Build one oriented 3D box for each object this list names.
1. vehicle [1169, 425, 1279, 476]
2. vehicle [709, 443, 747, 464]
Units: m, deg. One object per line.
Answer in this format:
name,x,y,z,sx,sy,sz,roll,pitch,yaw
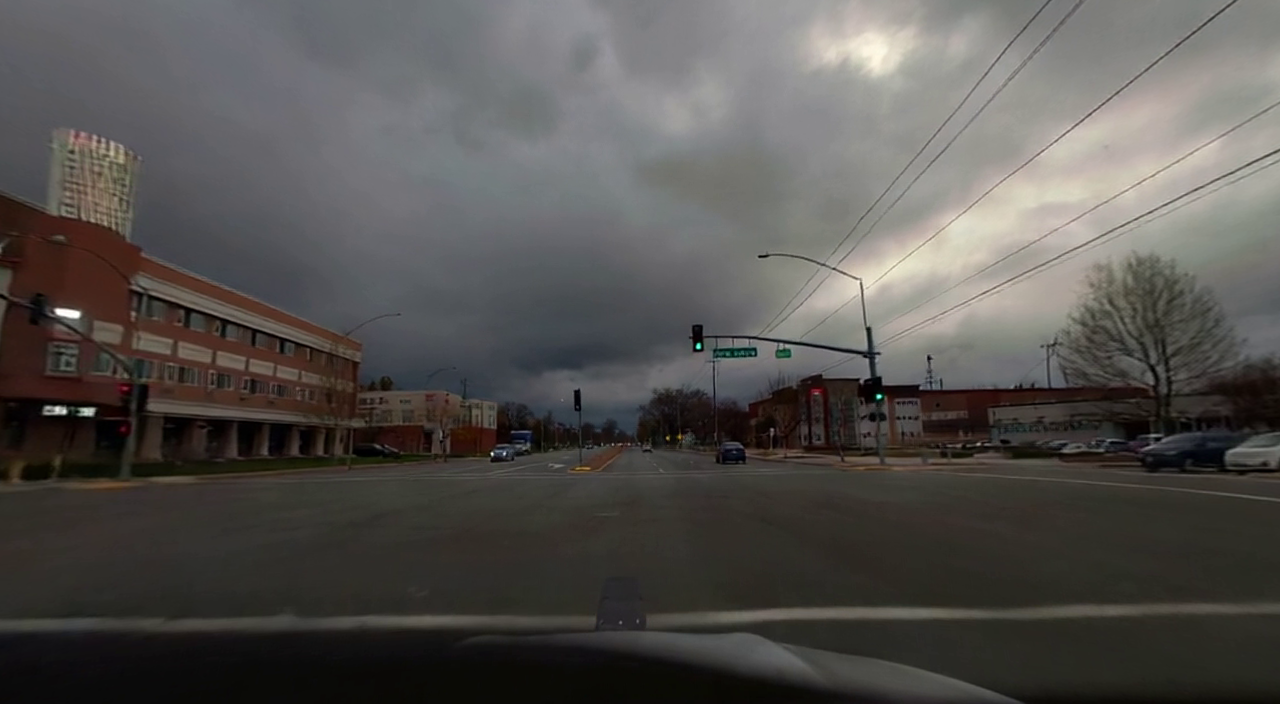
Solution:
vehicle,19.613,3.048,19.616,4.722,1.477,1.964,1,-9,-4
vehicle,6.261,7.286,45.365,1.916,1.437,4.327,0,-9,-3
